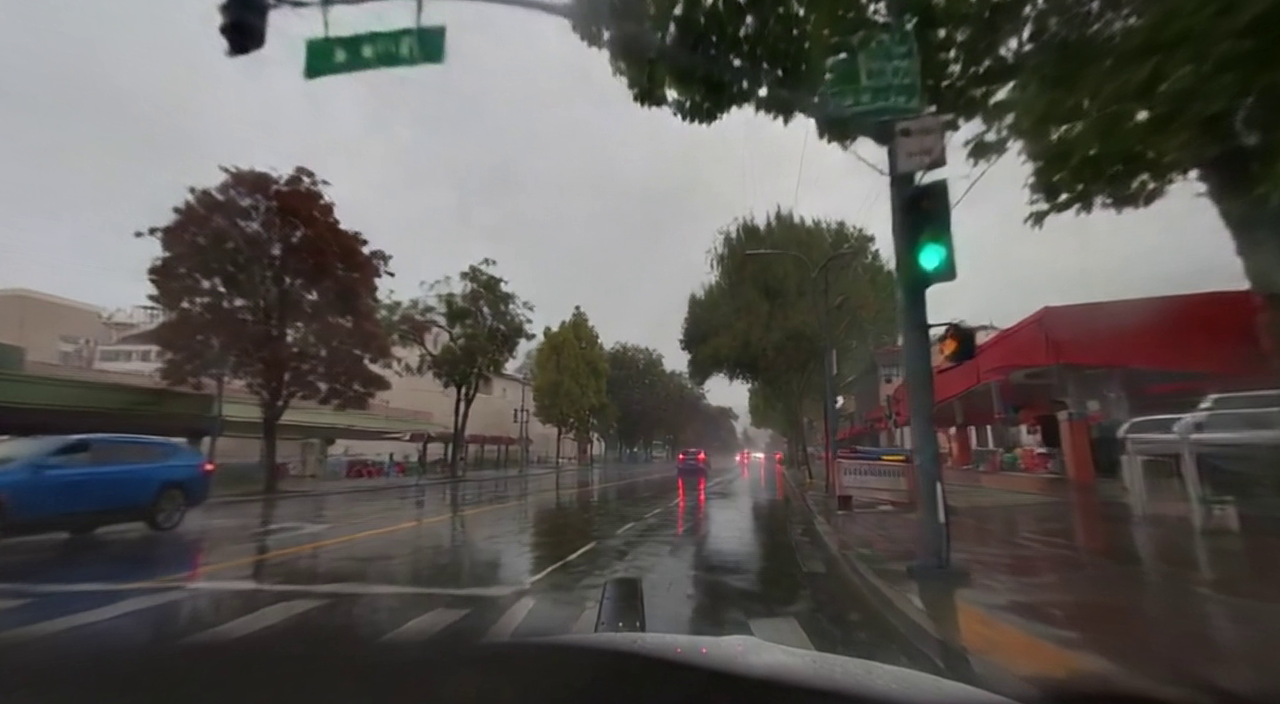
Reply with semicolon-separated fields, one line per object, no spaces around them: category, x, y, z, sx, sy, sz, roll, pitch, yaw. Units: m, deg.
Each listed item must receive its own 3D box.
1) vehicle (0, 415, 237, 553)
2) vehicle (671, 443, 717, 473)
vehicle;-8.722;1.893;9.487;2.017;1.684;4.483;-1;-9;7
vehicle;3.353;6.458;38.755;2.101;1.721;4.364;-2;-9;14
